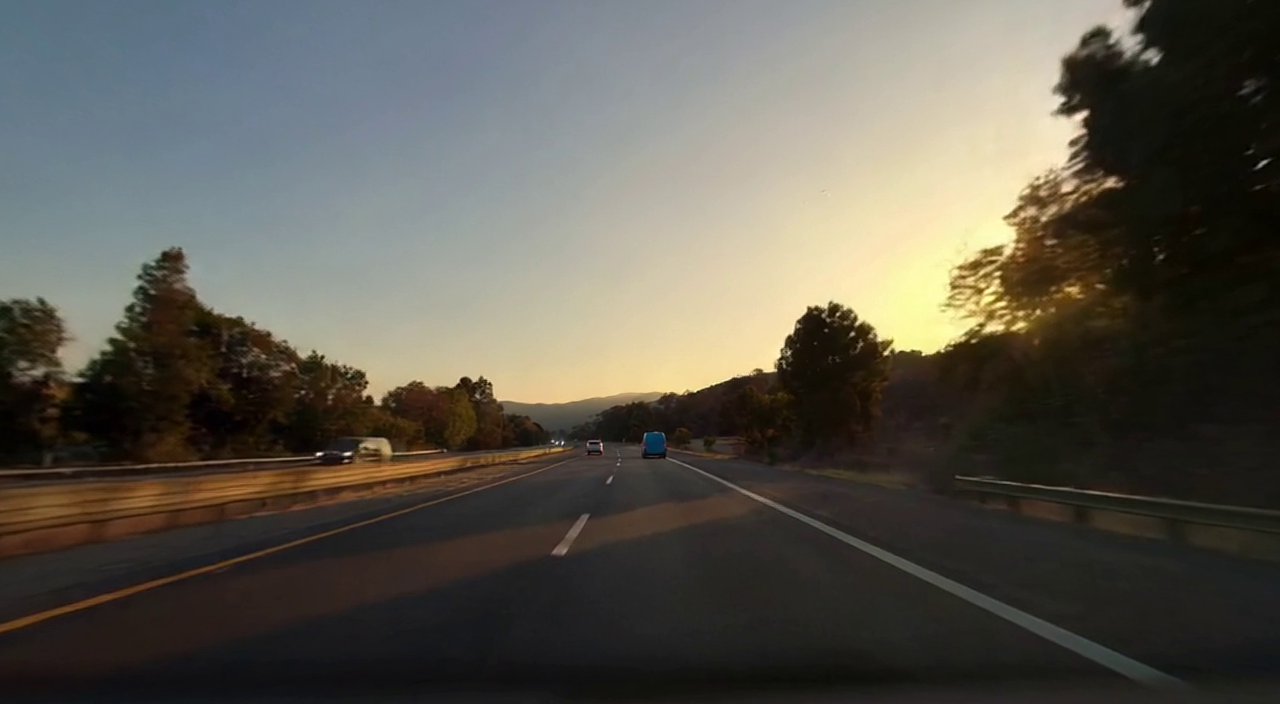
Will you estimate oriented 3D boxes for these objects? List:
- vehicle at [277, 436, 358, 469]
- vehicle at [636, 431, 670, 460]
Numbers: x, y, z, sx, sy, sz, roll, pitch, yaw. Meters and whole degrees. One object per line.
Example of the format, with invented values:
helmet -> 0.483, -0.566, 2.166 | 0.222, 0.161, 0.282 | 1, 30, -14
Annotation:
vehicle -> -16.642, 5.172, 32.734 | 1.956, 1.581, 4.350 | 0, -8, 0
vehicle -> 0.909, 6.992, 47.282 | 2.269, 2.048, 4.679 | 0, -8, -2
